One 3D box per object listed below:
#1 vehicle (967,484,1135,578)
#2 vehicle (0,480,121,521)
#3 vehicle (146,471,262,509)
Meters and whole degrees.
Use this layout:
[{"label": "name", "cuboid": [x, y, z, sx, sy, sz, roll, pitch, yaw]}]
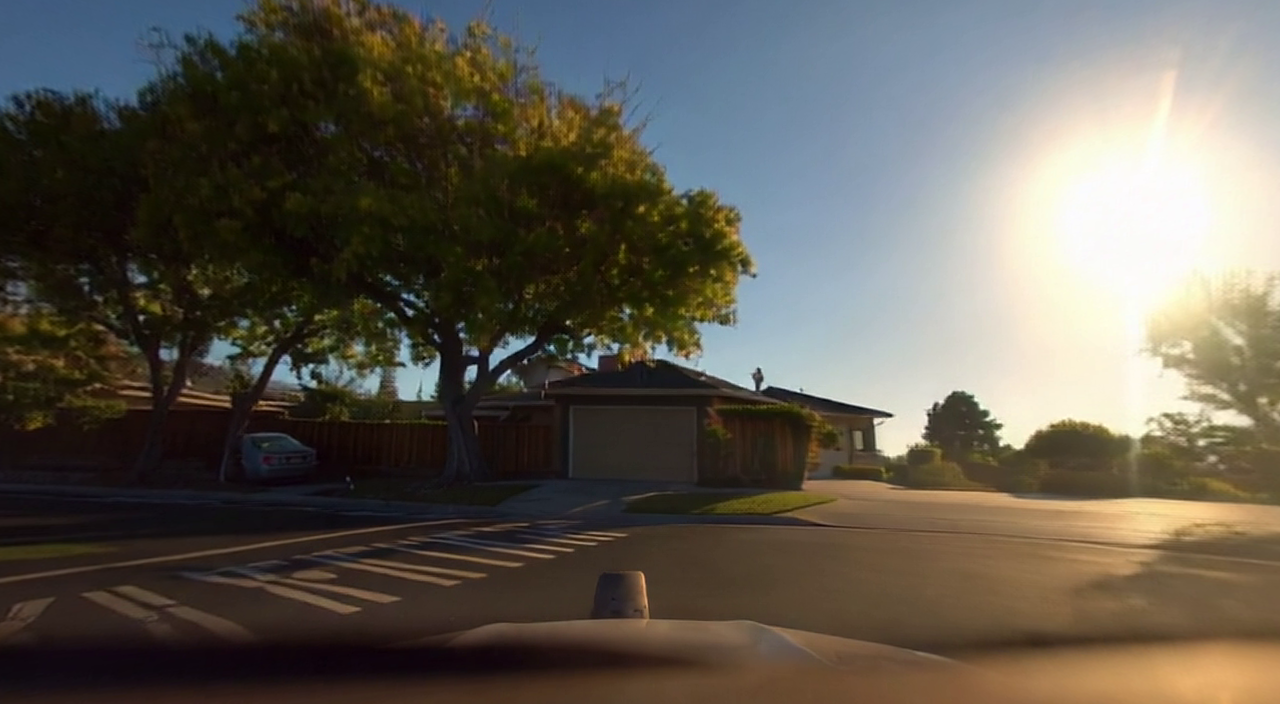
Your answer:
[{"label": "vehicle", "cuboid": [9.132, 3.931, 14.516, 1.860, 1.477, 4.629, -3, -9, 16]}, {"label": "vehicle", "cuboid": [-25.830, 6.473, 27.721, 1.804, 1.435, 4.315, -5, -11, 44]}, {"label": "vehicle", "cuboid": [-22.059, 7.067, 32.121, 2.019, 1.697, 4.310, -1, -14, 17]}]
